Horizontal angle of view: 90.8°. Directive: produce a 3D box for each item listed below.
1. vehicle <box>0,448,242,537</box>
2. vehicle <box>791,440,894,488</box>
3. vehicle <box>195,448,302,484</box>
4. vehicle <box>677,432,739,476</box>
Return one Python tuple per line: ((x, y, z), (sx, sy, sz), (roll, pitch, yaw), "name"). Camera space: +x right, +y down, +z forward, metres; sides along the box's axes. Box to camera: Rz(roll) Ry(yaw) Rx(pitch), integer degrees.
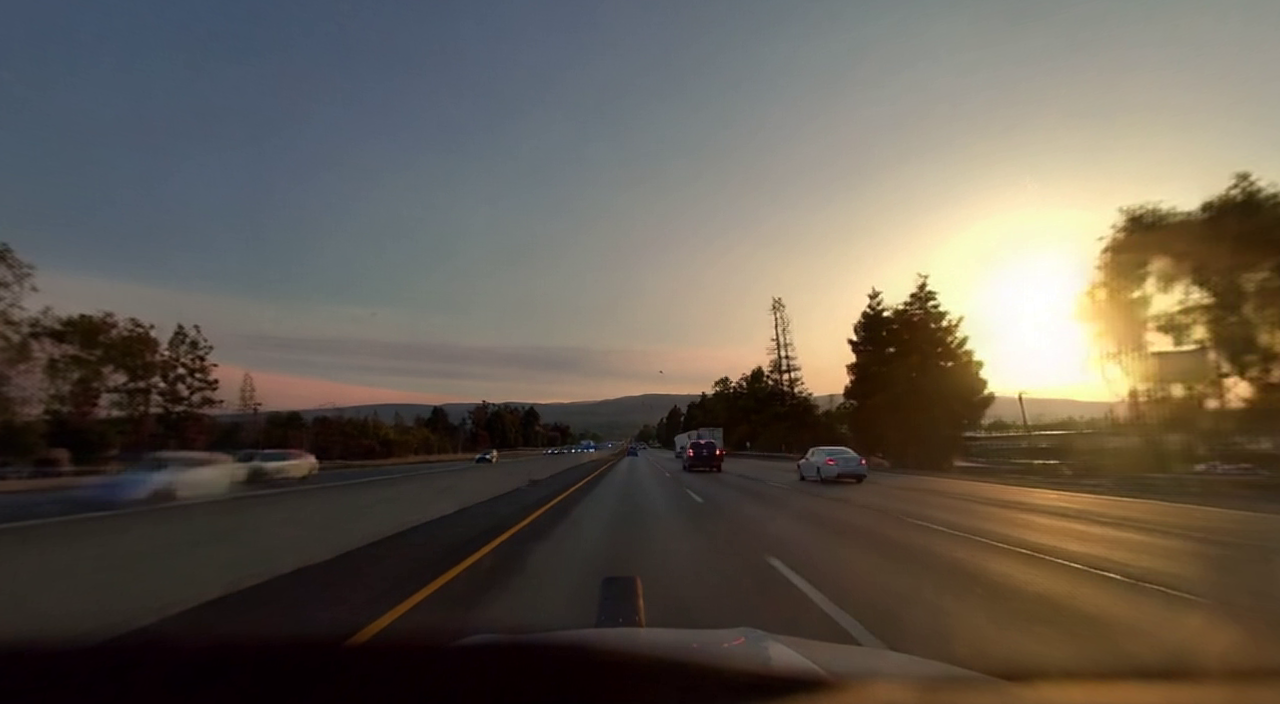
((-10.967, 2.834, 13.458), (2.147, 1.545, 4.454), (0, -8, -2), "vehicle")
((6.674, 3.717, 21.312), (2.009, 1.456, 4.097), (0, -9, -2), "vehicle")
((-17.589, 5.124, 28.710), (1.855, 1.454, 4.636), (0, -8, 0), "vehicle")
((2.988, 4.672, 29.062), (2.258, 1.824, 4.908), (0, -9, -1), "vehicle")
